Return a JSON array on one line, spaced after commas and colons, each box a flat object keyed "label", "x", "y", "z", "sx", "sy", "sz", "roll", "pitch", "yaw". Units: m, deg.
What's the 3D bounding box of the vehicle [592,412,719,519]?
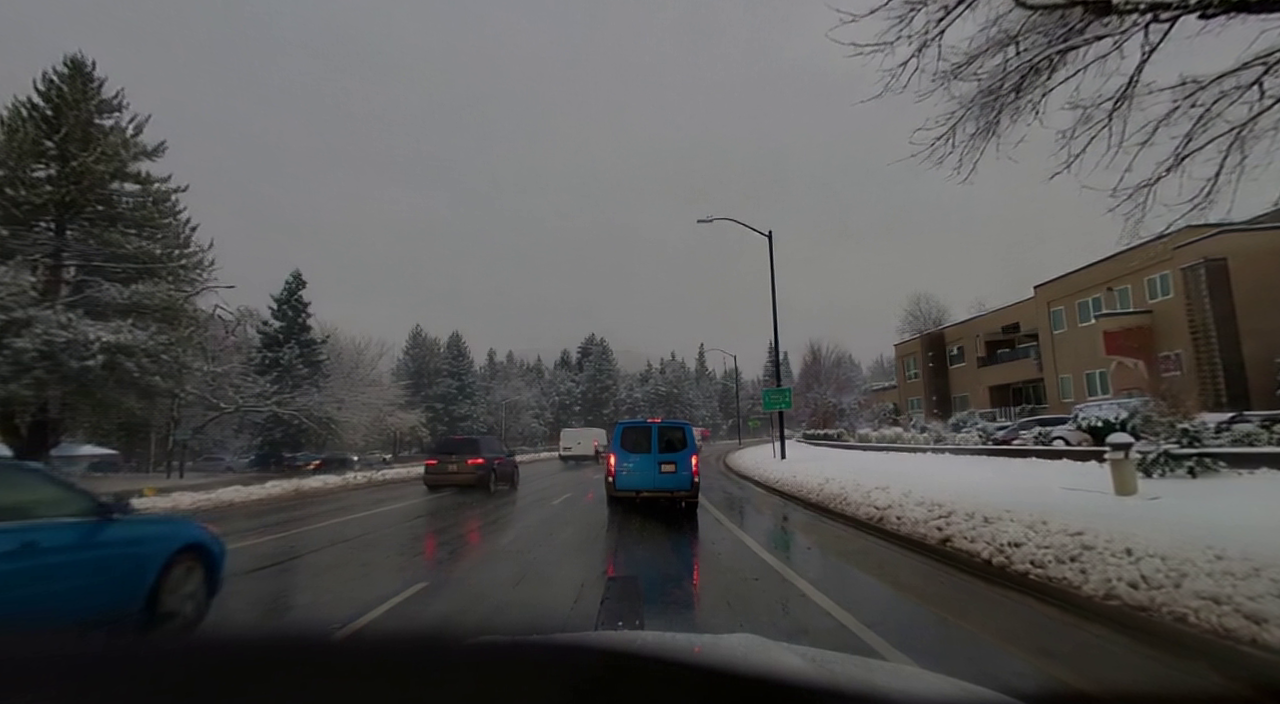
[{"label": "vehicle", "x": 0.323, "y": 2.278, "z": 13.040, "sx": 2.173, "sy": 1.830, "sz": 4.189, "roll": 0, "pitch": -9, "yaw": 2}]

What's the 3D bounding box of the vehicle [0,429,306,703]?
[{"label": "vehicle", "x": -4.079, "y": 1.141, "z": 3.243, "sx": 1.991, "sy": 1.459, "sz": 4.813, "roll": 0, "pitch": -9, "yaw": 2}]

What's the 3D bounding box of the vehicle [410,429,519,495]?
[{"label": "vehicle", "x": -5.078, "y": 3.271, "z": 19.097, "sx": 2.116, "sy": 1.714, "sz": 4.757, "roll": 0, "pitch": -9, "yaw": -2}]
